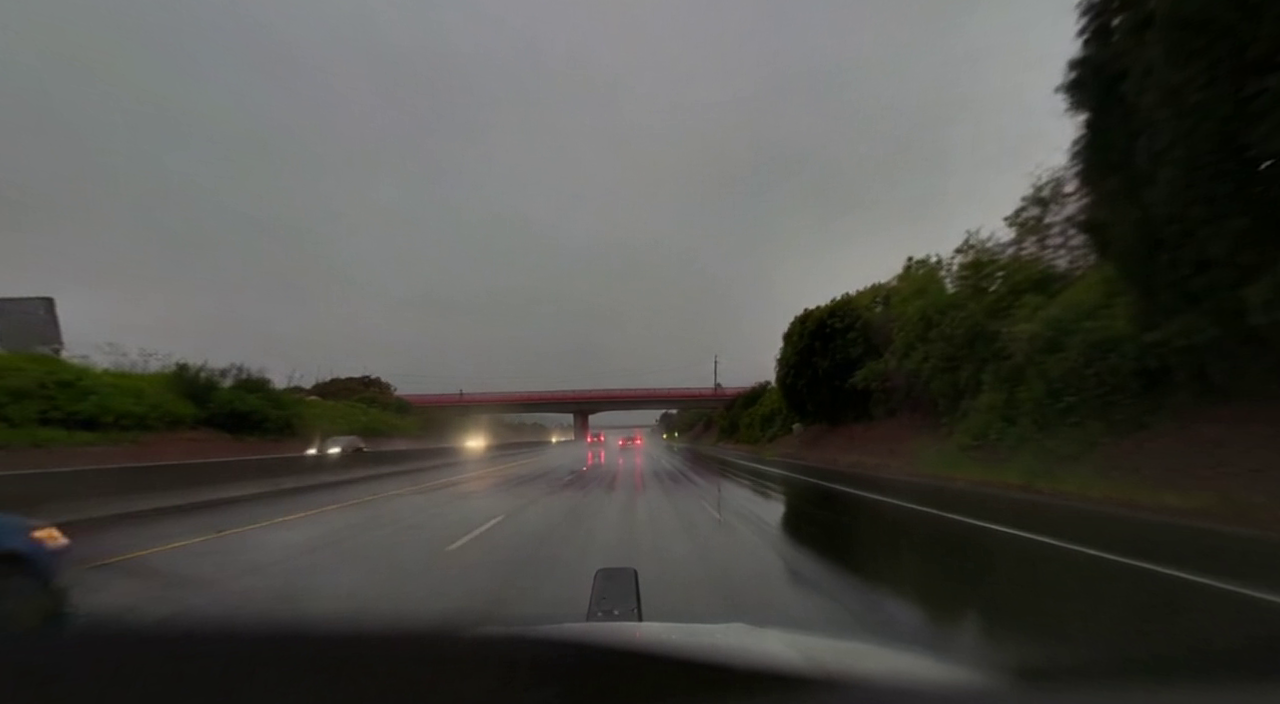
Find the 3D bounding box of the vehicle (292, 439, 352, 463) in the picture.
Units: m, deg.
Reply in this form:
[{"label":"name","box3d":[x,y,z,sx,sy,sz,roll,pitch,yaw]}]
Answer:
[{"label":"vehicle","box3d":[-20.562,6.402,40.947,1.847,1.443,4.064,0,-8,0]}]
